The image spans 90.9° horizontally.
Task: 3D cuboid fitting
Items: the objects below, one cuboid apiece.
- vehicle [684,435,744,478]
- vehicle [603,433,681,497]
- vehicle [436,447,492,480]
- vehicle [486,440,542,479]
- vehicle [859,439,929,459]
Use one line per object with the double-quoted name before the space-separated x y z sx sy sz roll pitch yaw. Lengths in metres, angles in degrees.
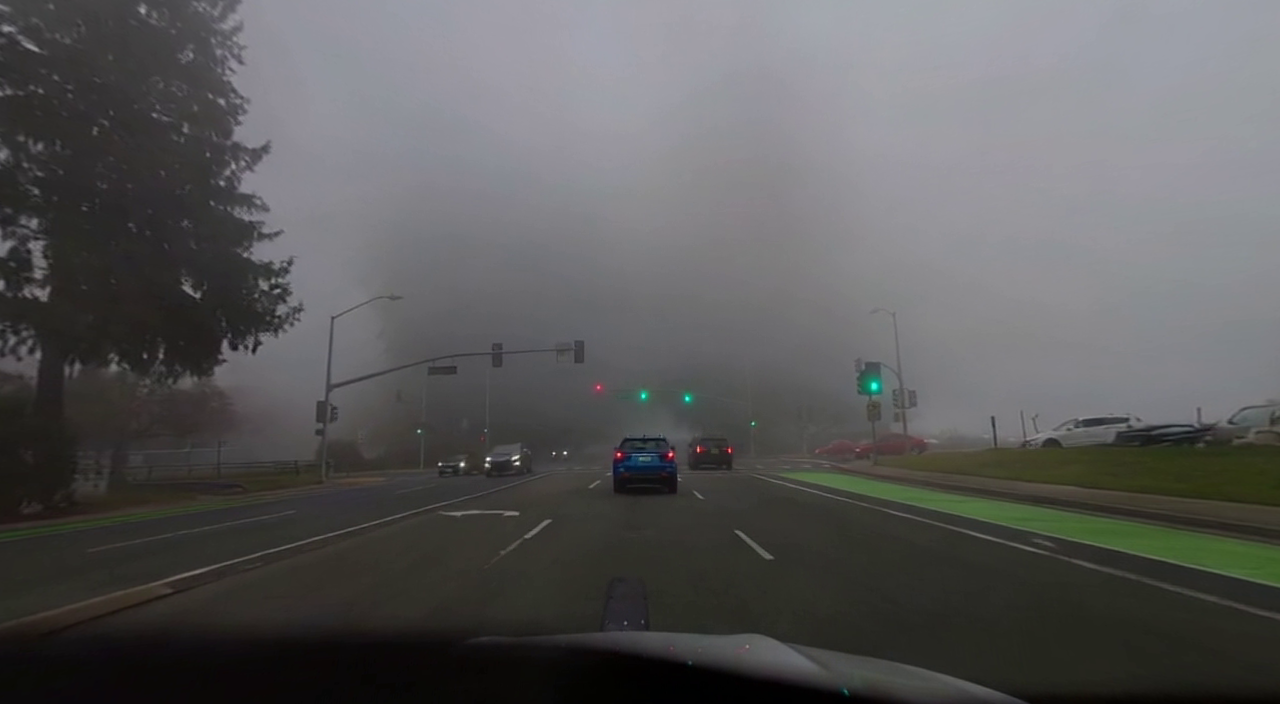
"vehicle" 3.341 4.815 29.339 2.189 1.815 4.495 0 -8 0
"vehicle" 0.058 3.378 19.208 2.109 1.730 3.963 0 -8 0
"vehicle" -10.478 6.641 37.814 1.974 1.794 4.580 0 -8 1
"vehicle" -6.530 5.617 33.232 1.949 1.891 4.439 0 -8 1
"vehicle" 19.504 7.500 48.596 4.587 1.490 1.825 0 -8 2
